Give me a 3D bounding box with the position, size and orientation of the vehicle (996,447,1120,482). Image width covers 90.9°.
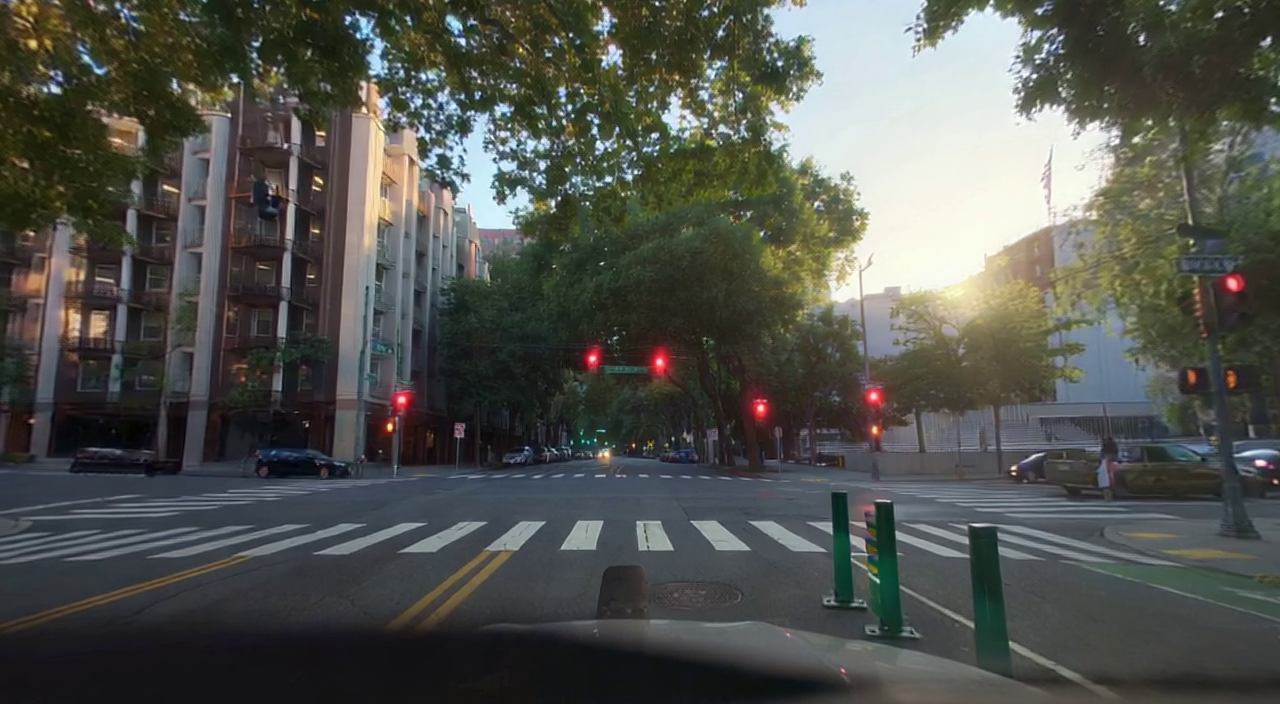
[{"bbox_3d":[19.622,5.280,29.756,4.368,1.522,1.972,-1,-8,2],"label":"vehicle"}]

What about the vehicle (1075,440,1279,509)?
[{"bbox_3d":[12.996,2.785,14.562,4.424,1.436,1.804,-1,-8,5],"label":"vehicle"}]
